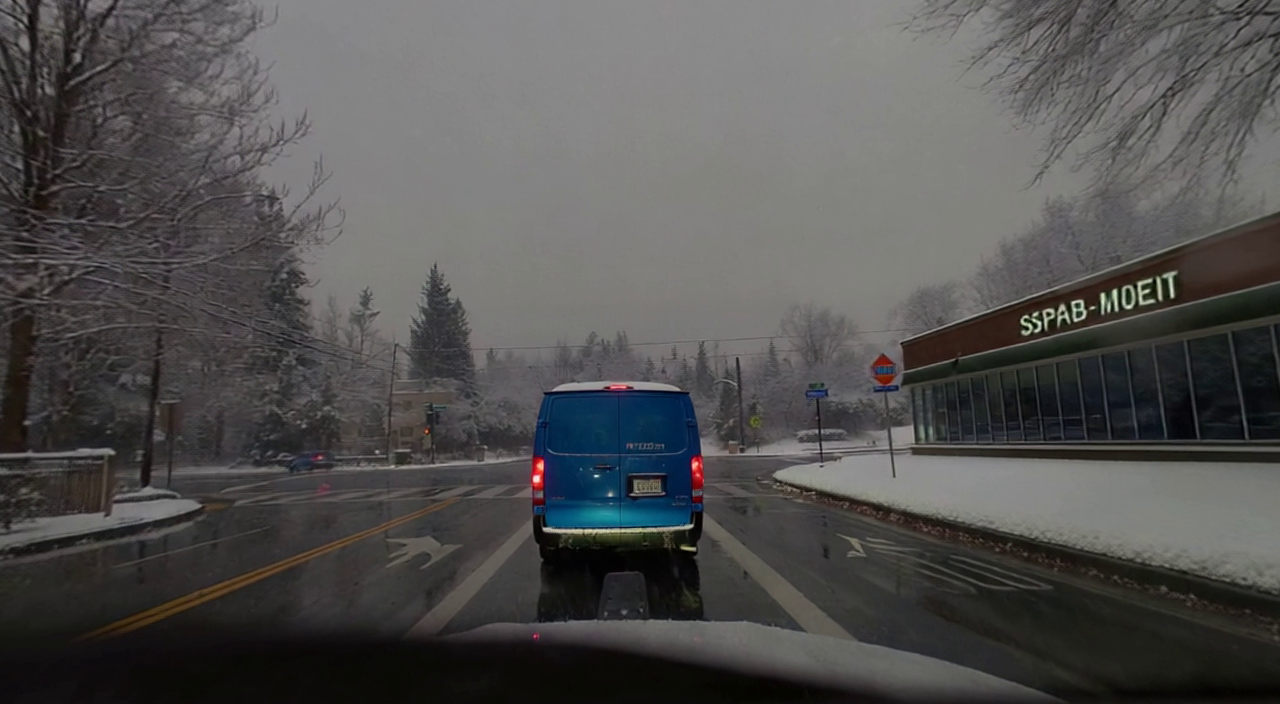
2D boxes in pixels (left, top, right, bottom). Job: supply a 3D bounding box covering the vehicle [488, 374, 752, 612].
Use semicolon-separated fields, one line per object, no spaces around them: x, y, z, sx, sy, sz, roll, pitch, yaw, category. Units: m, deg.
-0.293;1.466;7.292;2.181;1.949;3.932;1;-9;-4;vehicle
